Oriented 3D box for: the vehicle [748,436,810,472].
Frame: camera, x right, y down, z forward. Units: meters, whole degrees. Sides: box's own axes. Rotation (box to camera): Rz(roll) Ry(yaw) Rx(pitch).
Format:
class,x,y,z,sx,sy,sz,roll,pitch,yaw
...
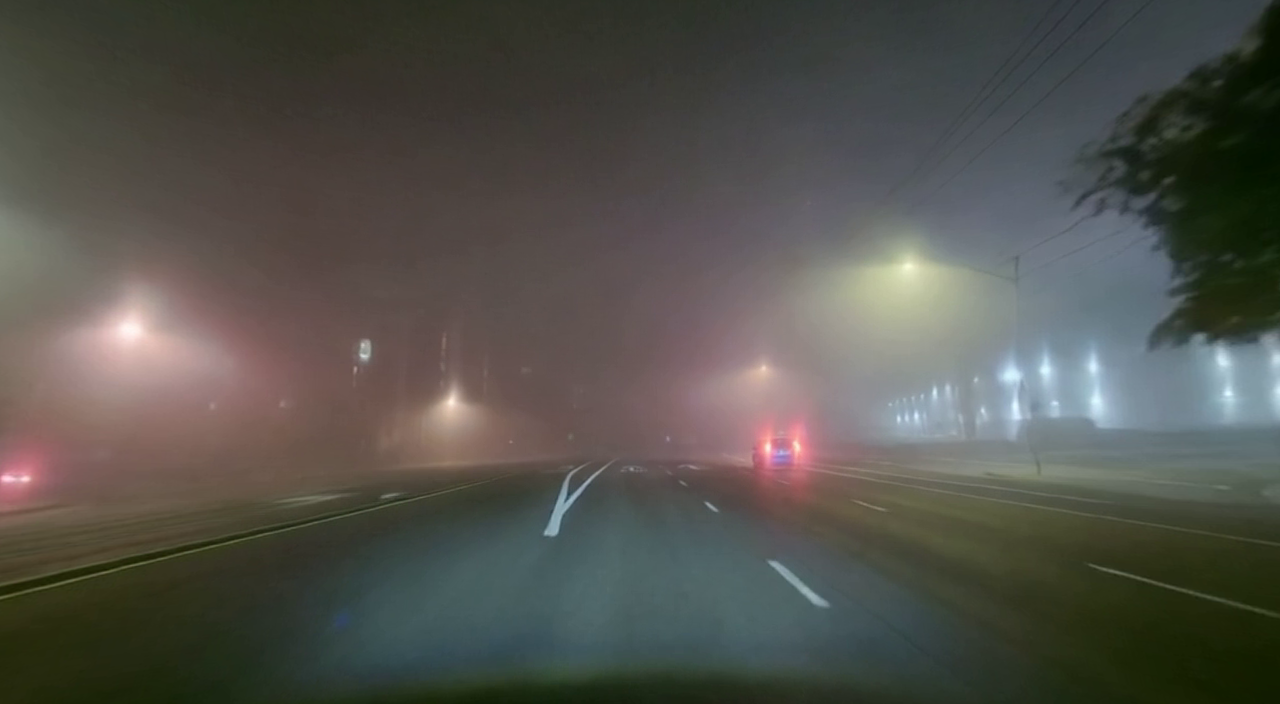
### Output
class,x,y,z,sx,sy,sz,roll,pitch,yaw
vehicle,6.108,4.533,28.149,1.908,1.476,3.880,-1,-9,1
